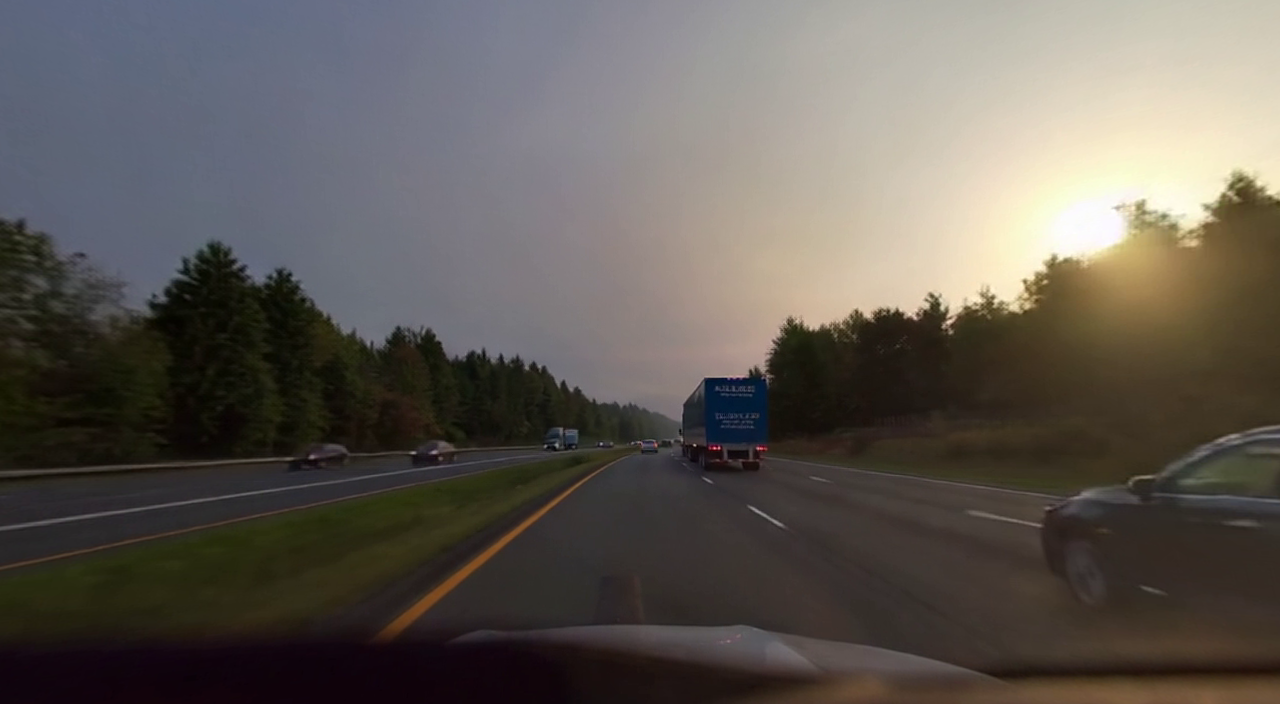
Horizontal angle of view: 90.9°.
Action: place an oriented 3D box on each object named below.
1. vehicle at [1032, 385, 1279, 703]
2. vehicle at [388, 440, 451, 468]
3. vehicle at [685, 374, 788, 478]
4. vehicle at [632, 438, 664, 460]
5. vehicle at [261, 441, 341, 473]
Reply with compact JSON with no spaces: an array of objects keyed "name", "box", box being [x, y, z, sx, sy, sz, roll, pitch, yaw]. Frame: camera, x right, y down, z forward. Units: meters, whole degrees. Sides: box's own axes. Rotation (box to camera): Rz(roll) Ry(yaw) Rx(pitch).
[{"name":"vehicle","box":[3.982,0.889,2.515,2.028,1.573,4.207,0,-8,-1]},{"name":"vehicle","box":[-13.790,6.389,39.719,2.059,1.632,4.713,-1,-8,3]},{"name":"vehicle","box":[4.303,3.847,31.860,3.171,4.072,13.784,0,-8,1]},{"name":"vehicle","box":[0.594,7.027,45.863,2.209,1.499,4.144,0,-8,1]},{"name":"vehicle","box":[-18.248,5.643,34.174,1.882,1.605,4.237,0,-8,1]}]
